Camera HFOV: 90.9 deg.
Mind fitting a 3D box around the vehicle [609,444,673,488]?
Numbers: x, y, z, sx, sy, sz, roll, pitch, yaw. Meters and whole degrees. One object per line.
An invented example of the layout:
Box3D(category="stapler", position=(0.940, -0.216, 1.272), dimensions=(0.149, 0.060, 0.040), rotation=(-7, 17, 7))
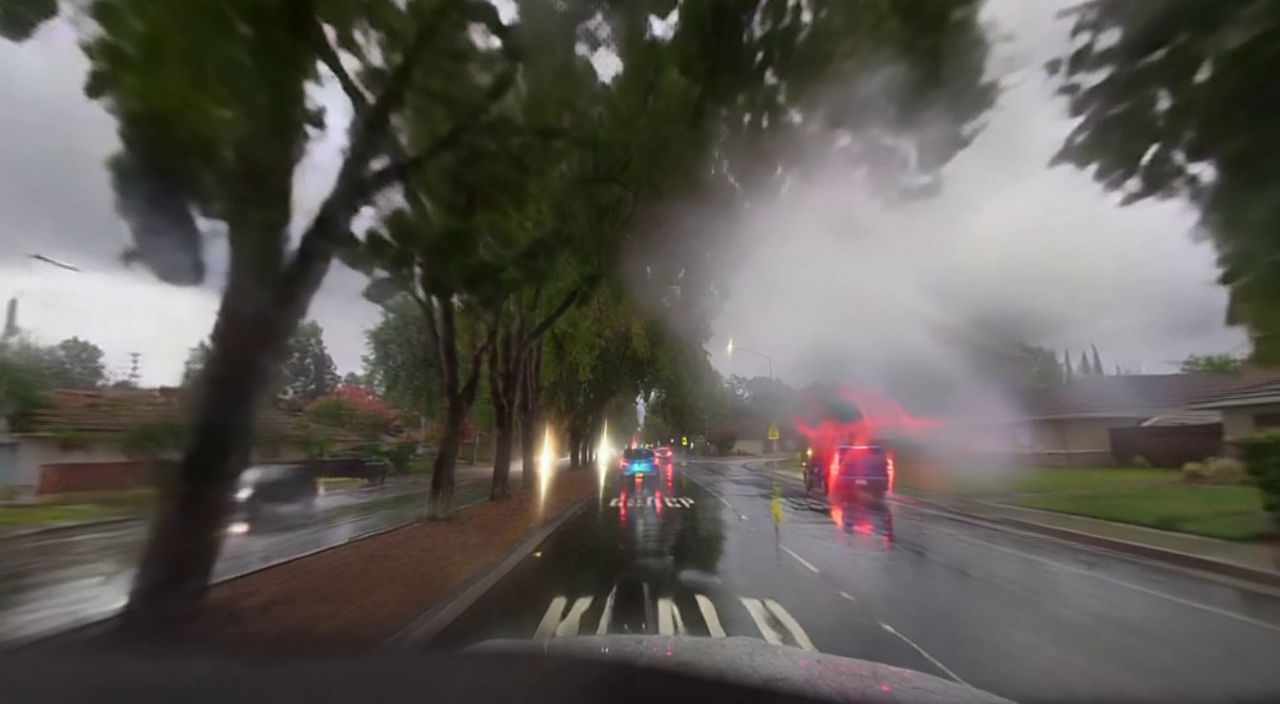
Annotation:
Box3D(category="vehicle", position=(0.030, 4.221, 23.737), dimensions=(2.158, 1.469, 4.909), rotation=(0, -9, 0))

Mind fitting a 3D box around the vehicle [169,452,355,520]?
Box3D(category="vehicle", position=(-9.532, 3.381, 16.456), dimensions=(2.030, 1.468, 4.469), rotation=(-1, -9, 1))
